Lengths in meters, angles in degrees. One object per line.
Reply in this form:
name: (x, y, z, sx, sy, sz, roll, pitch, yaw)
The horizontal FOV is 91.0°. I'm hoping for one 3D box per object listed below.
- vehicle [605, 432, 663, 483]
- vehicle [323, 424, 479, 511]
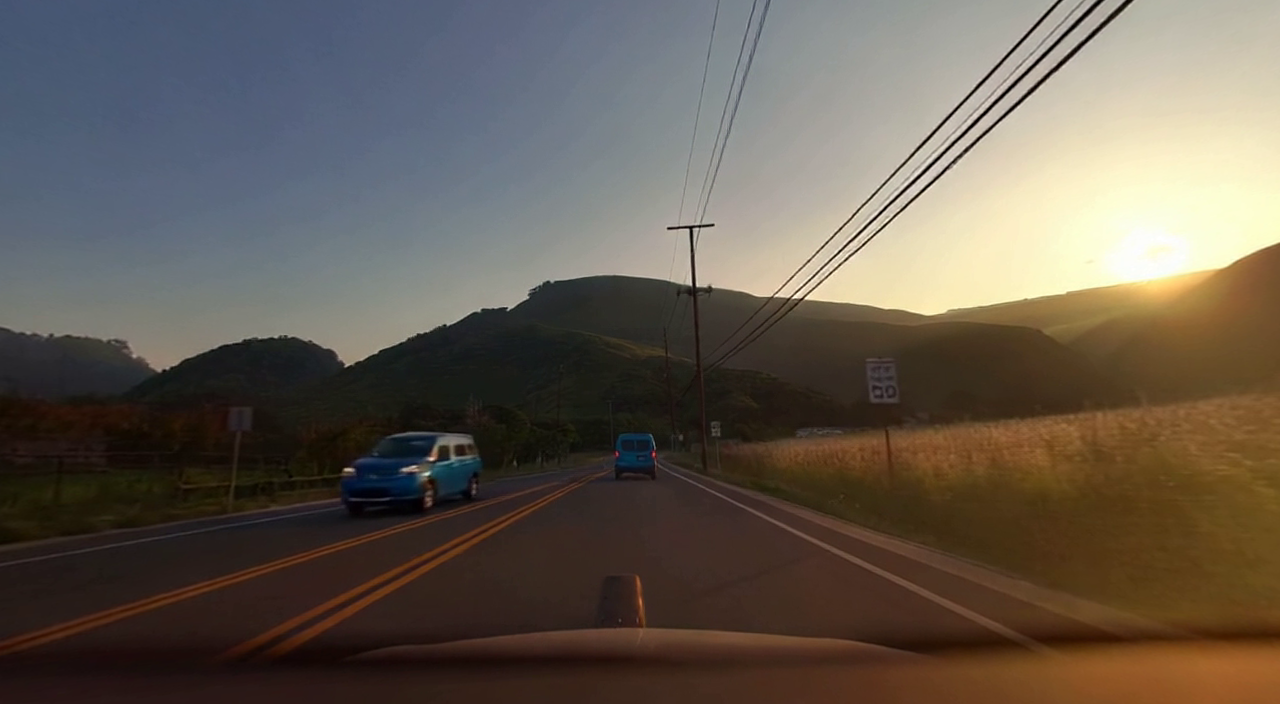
vehicle: (-0.204, 4.822, 29.091, 2.454, 2.144, 4.535, 0, -8, 1)
vehicle: (-6.538, 3.213, 18.059, 2.213, 2.108, 5.027, 0, -9, 4)
